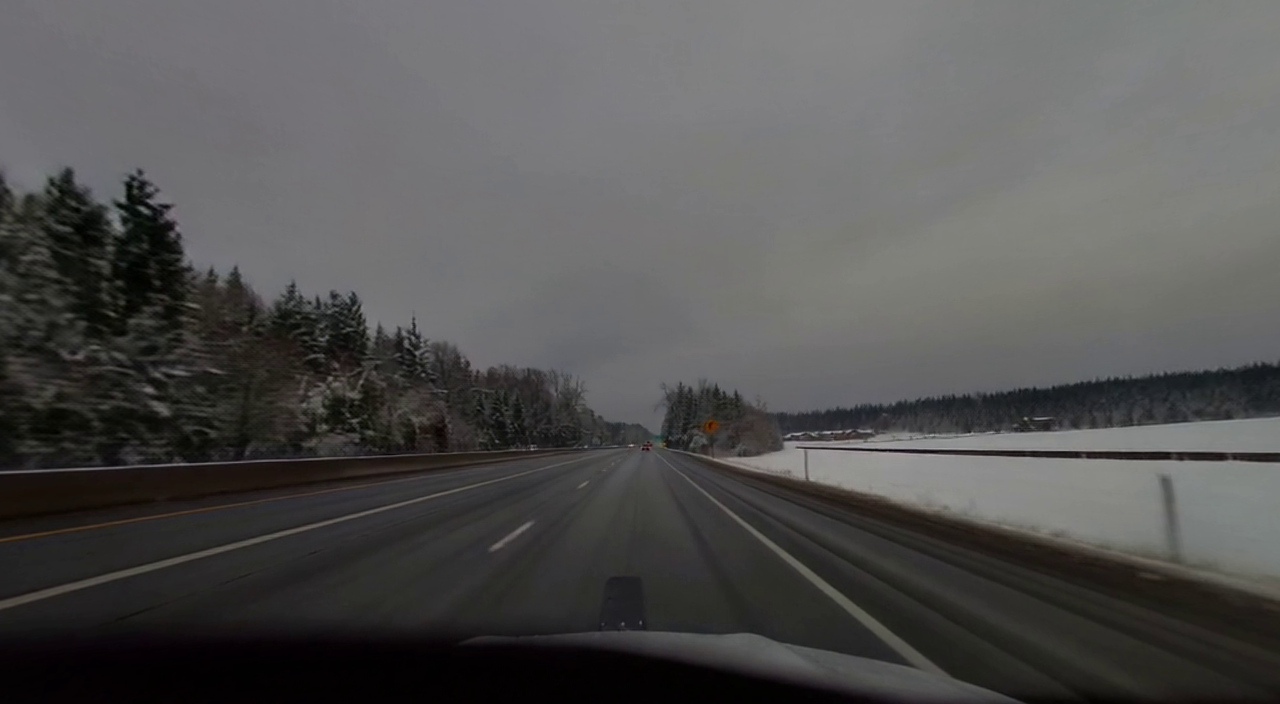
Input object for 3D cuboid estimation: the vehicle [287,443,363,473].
[{"bbox_3d":[-17.174,5.768,34.677,1.869,1.522,4.318,0,-8,1],"label":"vehicle"}]
